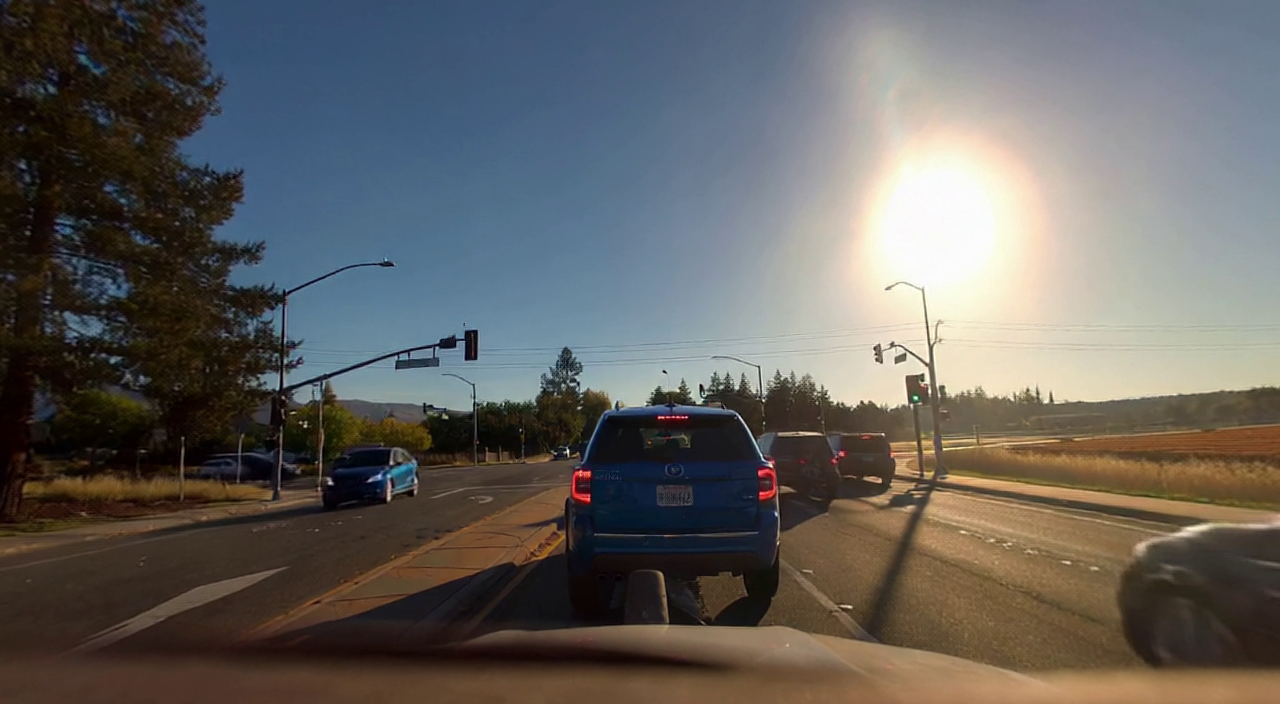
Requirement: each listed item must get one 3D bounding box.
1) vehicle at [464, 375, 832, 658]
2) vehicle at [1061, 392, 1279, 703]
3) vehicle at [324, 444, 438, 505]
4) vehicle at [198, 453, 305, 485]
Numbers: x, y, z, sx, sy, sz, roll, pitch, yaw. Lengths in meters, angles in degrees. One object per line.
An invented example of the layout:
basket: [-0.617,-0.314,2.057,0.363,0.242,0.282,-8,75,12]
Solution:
vehicle: [0.050,1.336,6.119,2.298,1.770,4.138,0,-8,0]
vehicle: [3.421,0.746,1.350,2.097,1.473,4.252,0,-8,0]
vehicle: [-8.039,3.798,20.113,2.026,1.680,4.608,1,-8,-5]
vehicle: [-21.325,6.419,34.722,4.605,1.626,2.251,-2,-8,9]
